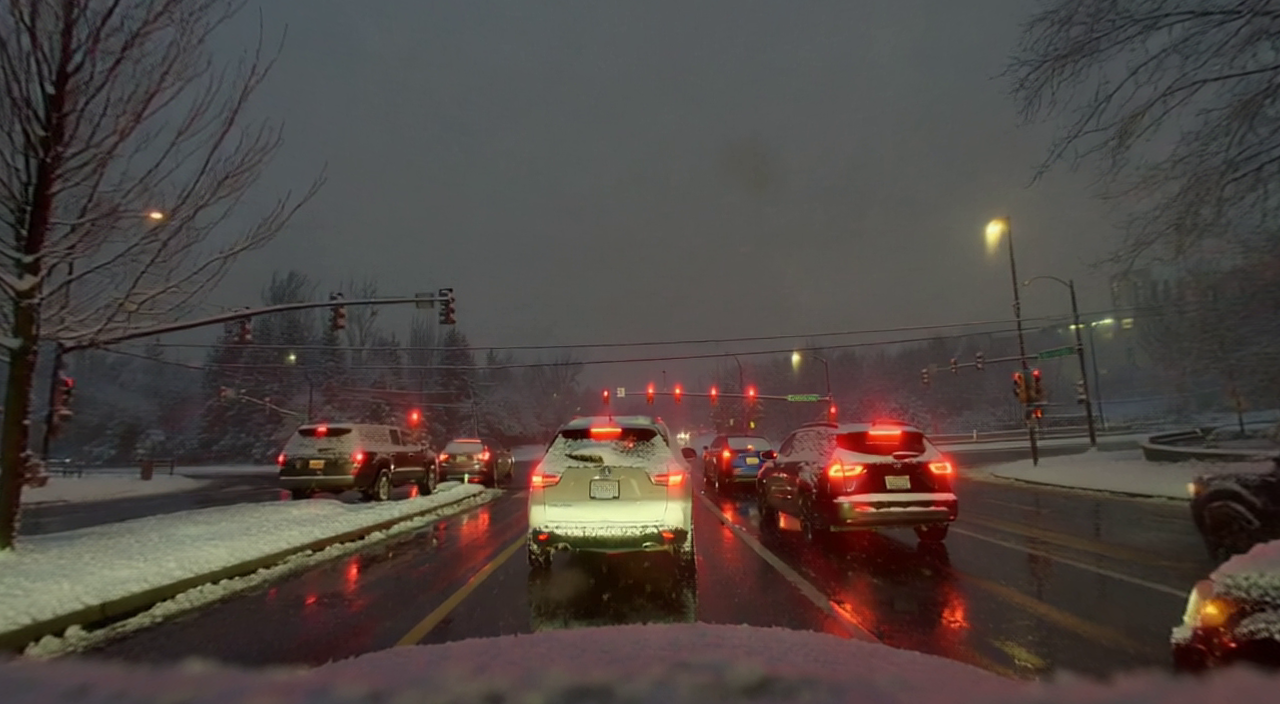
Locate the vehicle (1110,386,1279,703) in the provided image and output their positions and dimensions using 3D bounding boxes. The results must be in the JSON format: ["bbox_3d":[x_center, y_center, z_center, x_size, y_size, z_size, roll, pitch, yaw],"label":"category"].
[{"bbox_3d":[3.300,0.674,0.835,1.980,1.515,4.362,0,-8,1],"label":"vehicle"}]

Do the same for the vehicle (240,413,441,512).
[{"bbox_3d":[-6.735,2.560,14.996,2.214,1.953,5.017,0,-8,1],"label":"vehicle"}]

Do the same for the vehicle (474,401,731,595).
[{"bbox_3d":[-0.319,1.590,7.636,2.256,1.694,4.055,0,-8,0],"label":"vehicle"}]

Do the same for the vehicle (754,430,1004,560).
[{"bbox_3d":[3.150,1.972,9.485,1.971,1.473,4.495,0,-8,0],"label":"vehicle"}]

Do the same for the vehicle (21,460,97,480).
[{"bbox_3d":[-45.686,9.277,49.394,4.232,1.498,1.791,0,-8,1],"label":"vehicle"}]

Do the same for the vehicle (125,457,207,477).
[{"bbox_3d":[-37.325,9.056,49.469,4.914,1.487,1.850,0,-8,0],"label":"vehicle"}]
